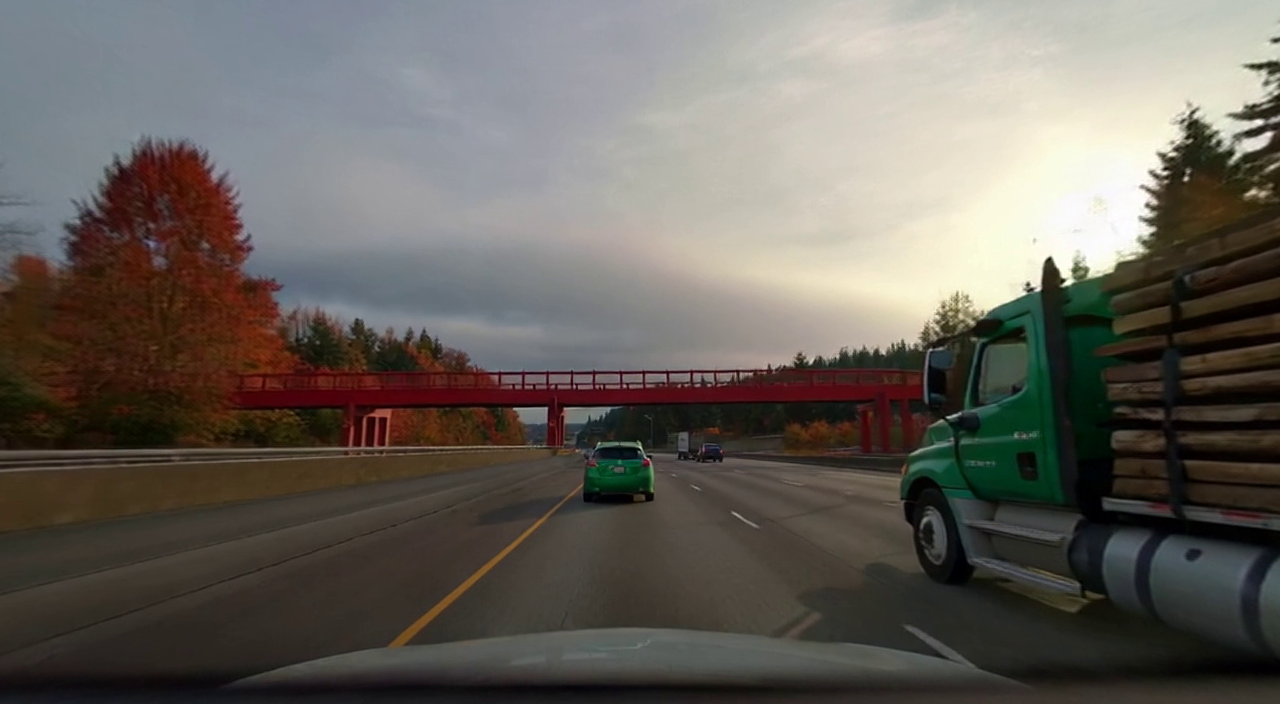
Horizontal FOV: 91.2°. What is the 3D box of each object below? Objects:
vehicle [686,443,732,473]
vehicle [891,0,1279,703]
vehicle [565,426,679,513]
[{"bbox_3d":[3.690,5.714,34.021,1.894,1.487,3.751,0,-9,-2],"label":"vehicle"},{"bbox_3d":[4.191,-0.291,1.960,2.992,3.920,8.831,0,-9,0],"label":"vehicle"},{"bbox_3d":[-0.370,2.662,14.574,2.259,1.699,4.015,0,-9,0],"label":"vehicle"}]
